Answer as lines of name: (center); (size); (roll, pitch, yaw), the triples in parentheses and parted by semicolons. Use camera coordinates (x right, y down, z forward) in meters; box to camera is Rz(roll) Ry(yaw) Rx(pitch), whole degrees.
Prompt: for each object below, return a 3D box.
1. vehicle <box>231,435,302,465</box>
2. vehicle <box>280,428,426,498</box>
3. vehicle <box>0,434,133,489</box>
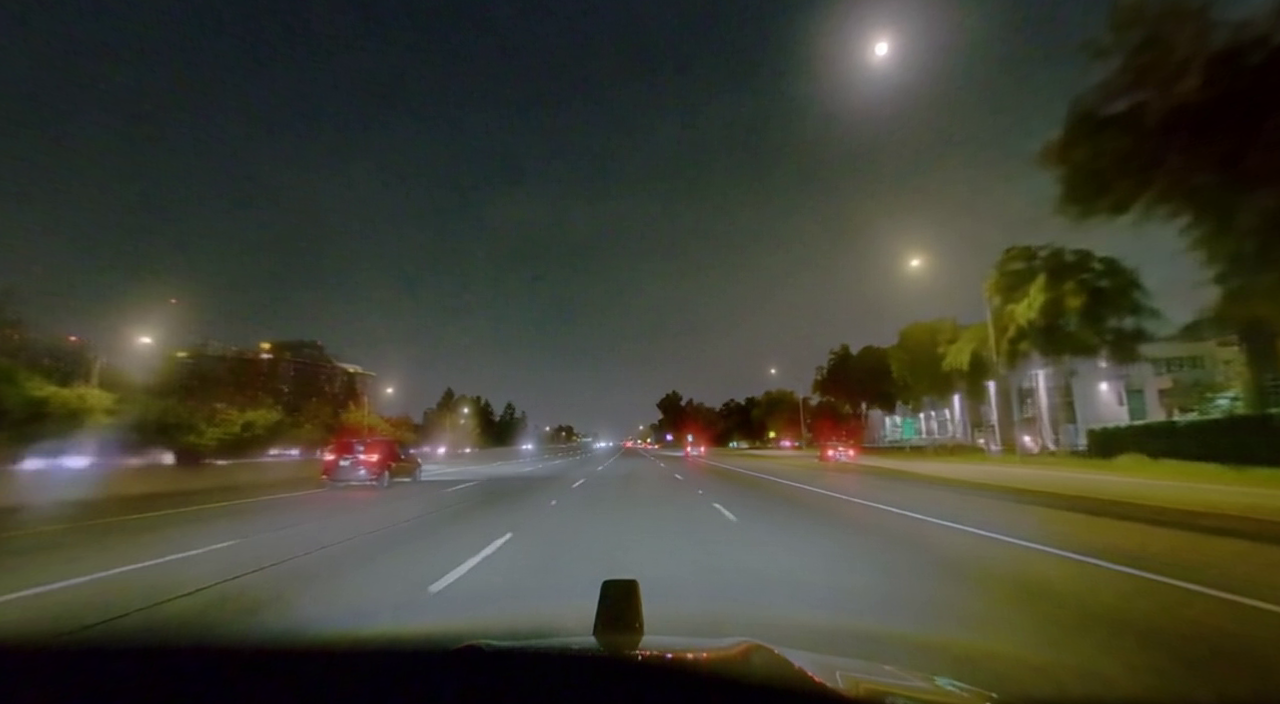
vehicle: (-29.190, 7.697, 49.680); (2.250, 2.218, 5.664); (0, -8, -2)
vehicle: (-7.854, 3.064, 17.856); (2.089, 1.724, 4.327); (0, -8, 0)
vehicle: (-21.382, 3.807, 22.296); (2.213, 1.709, 5.781); (0, -8, 0)
